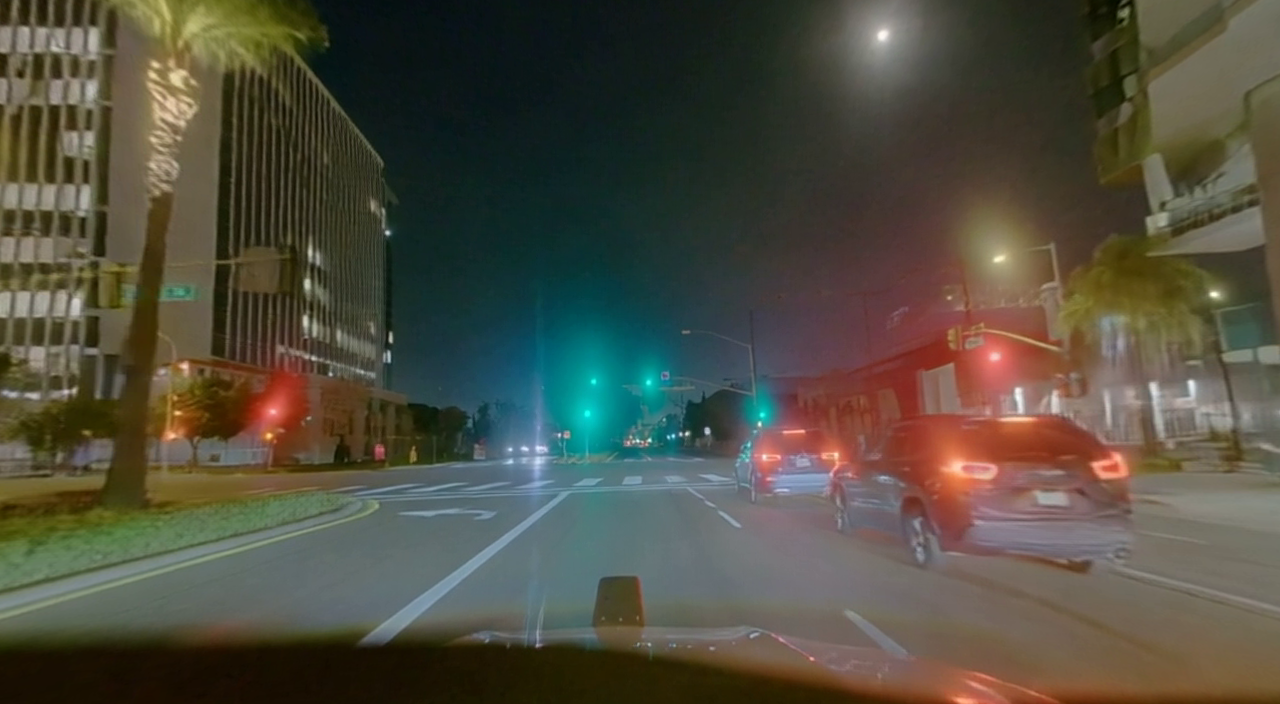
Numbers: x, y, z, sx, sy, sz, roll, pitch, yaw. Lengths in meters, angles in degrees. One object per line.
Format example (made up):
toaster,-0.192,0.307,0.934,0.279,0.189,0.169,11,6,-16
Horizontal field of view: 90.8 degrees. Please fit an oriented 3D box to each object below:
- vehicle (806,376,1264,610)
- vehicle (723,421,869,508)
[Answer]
vehicle,3.628,1.414,7.230,2.060,1.756,4.770,0,-9,-1
vehicle,3.242,2.450,14.117,2.060,1.631,4.169,0,-9,-2
